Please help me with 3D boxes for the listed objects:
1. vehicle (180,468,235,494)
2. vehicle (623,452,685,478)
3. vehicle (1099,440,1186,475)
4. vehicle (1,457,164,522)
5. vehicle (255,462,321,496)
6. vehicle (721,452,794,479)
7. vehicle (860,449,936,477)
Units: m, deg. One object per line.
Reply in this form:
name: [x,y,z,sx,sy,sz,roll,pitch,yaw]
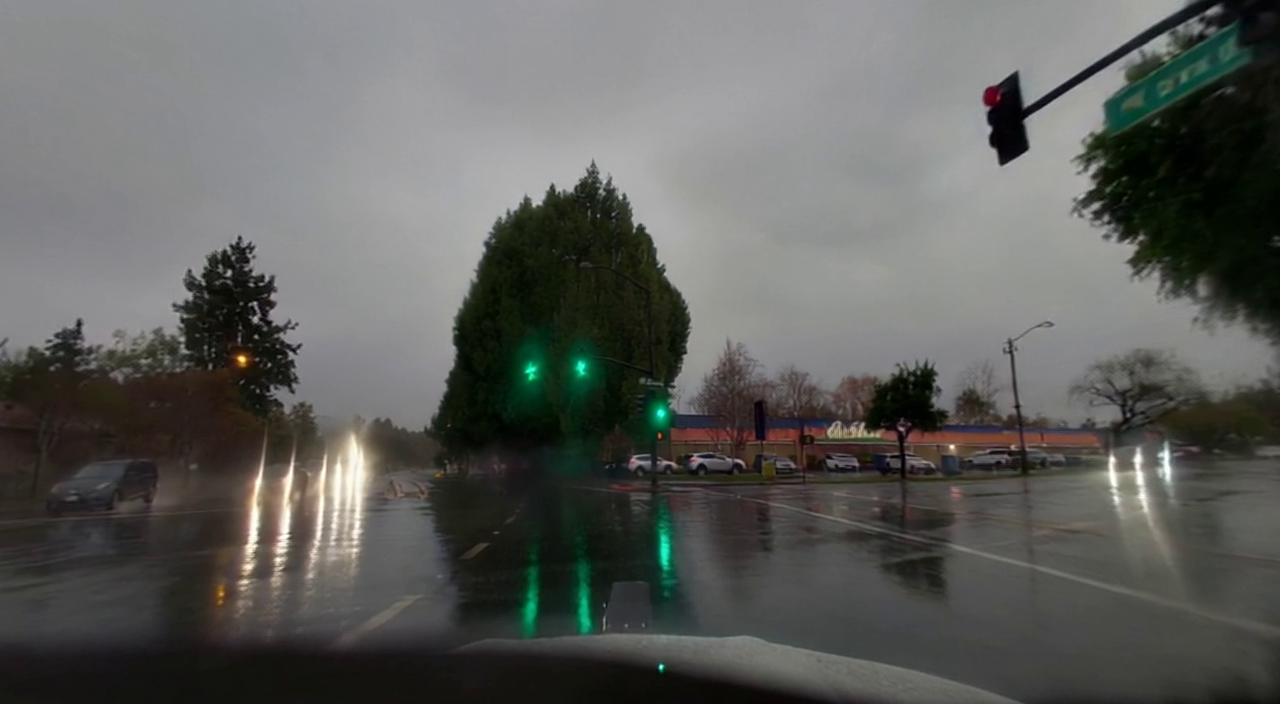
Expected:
vehicle: [-29.421,8.757,42.997,1.842,1.474,4.712,3,-9,-19]
vehicle: [1.109,8.589,48.138,4.669,1.770,1.896,7,-11,-39]
vehicle: [28.414,5.910,35.603,4.781,1.849,2.355,6,-10,-34]
vehicle: [-18.419,4.485,21.207,2.124,1.793,4.709,2,-9,-15]
vehicle: [-17.829,6.414,32.164,1.961,1.492,4.702,3,-9,-18]
vehicle: [7.904,7.588,42.457,4.375,1.685,2.045,3,-9,-22]
vehicle: [17.125,7.317,41.825,4.530,1.696,1.979,4,-9,-24]
